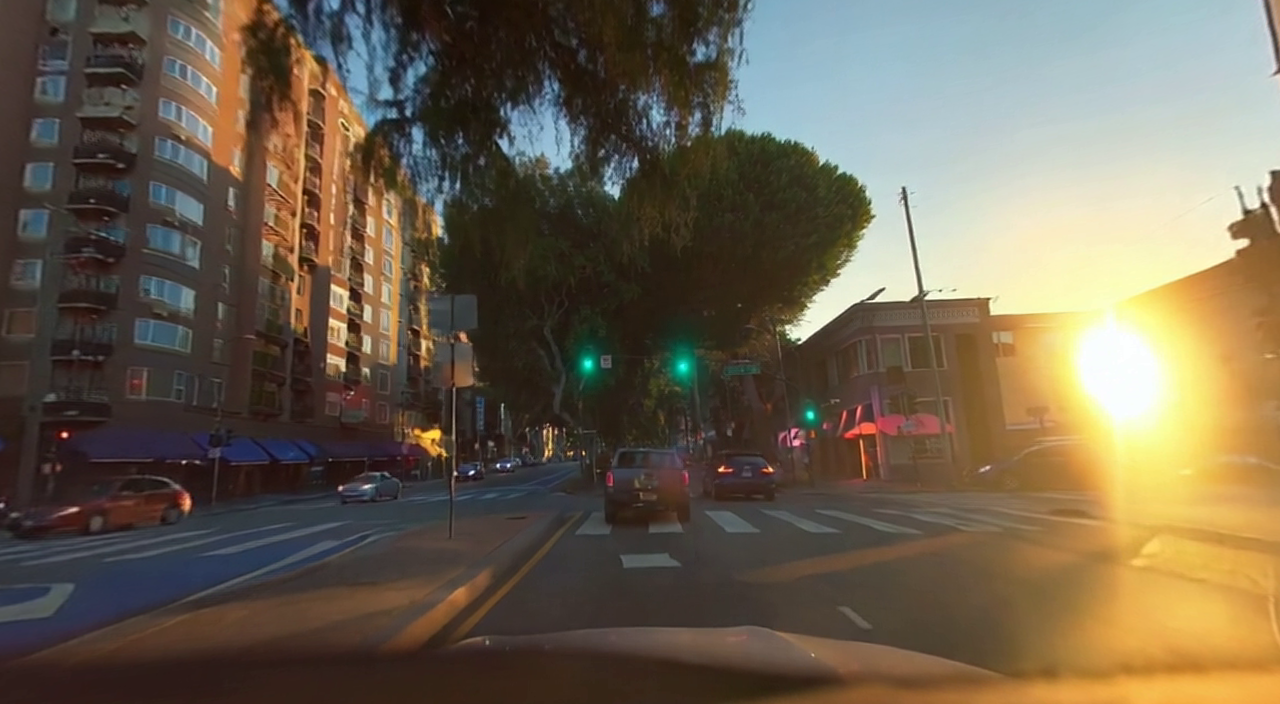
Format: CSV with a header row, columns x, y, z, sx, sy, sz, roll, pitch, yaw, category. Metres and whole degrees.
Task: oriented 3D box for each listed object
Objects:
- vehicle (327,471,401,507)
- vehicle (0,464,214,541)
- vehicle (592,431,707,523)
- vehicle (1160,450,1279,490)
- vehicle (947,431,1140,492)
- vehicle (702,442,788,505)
x,y,z,sx,sy,sz,roll,pitch,yaw,category
-14.165,7.045,32.689,1.856,1.521,4.309,0,-9,0,vehicle
-17.330,4.838,21.065,2.185,1.998,5.820,0,-9,-1,vehicle
0.154,2.734,14.313,2.209,1.748,4.130,0,-9,-1,vehicle
23.071,4.582,24.679,3.919,1.446,1.721,0,-9,-2,vehicle
14.031,3.855,22.272,5.156,2.005,2.122,-1,-9,6,vehicle
3.220,3.793,20.149,1.939,1.746,4.091,0,-9,-2,vehicle
